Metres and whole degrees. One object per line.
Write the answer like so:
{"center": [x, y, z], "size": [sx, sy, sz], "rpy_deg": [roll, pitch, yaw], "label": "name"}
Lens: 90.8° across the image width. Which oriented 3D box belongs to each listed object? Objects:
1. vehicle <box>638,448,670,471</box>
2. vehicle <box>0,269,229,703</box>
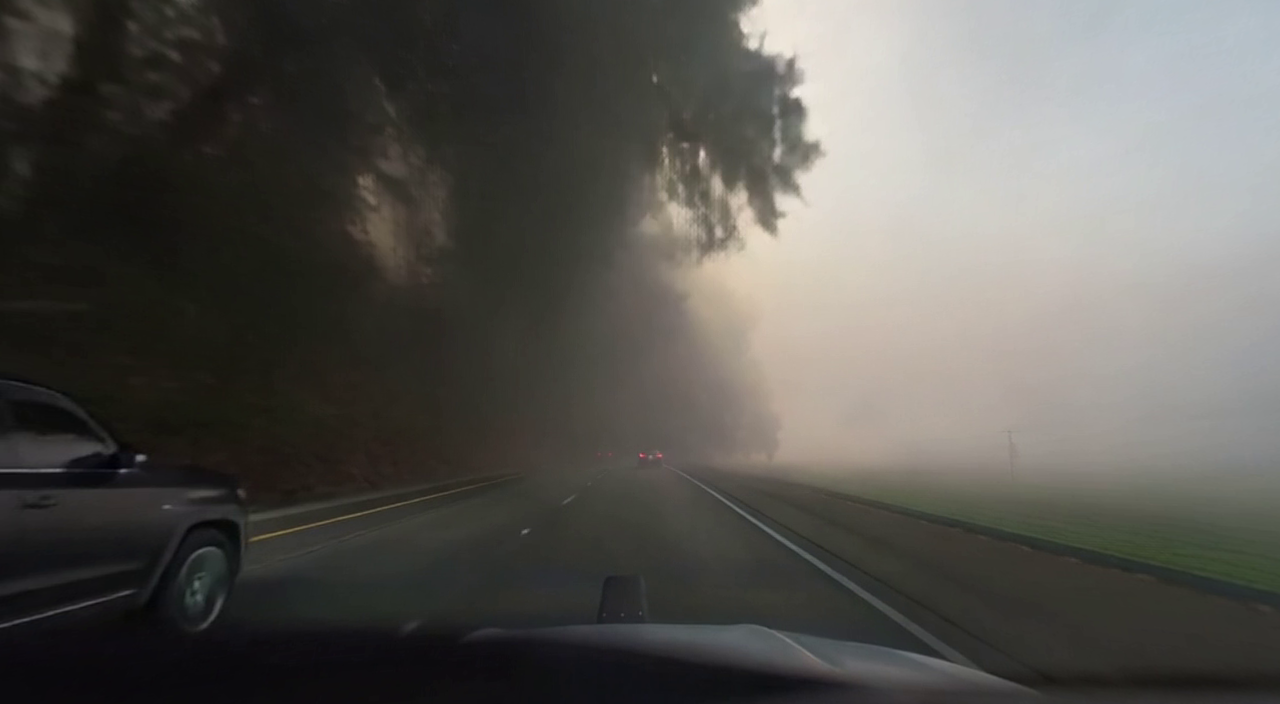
{"center": [0.884, 7.225, 42.612], "size": [2.046, 1.452, 4.407], "rpy_deg": [0, -9, -1], "label": "vehicle"}
{"center": [-3.783, 0.524, 1.339], "size": [2.418, 2.049, 4.930], "rpy_deg": [0, -9, 0], "label": "vehicle"}
